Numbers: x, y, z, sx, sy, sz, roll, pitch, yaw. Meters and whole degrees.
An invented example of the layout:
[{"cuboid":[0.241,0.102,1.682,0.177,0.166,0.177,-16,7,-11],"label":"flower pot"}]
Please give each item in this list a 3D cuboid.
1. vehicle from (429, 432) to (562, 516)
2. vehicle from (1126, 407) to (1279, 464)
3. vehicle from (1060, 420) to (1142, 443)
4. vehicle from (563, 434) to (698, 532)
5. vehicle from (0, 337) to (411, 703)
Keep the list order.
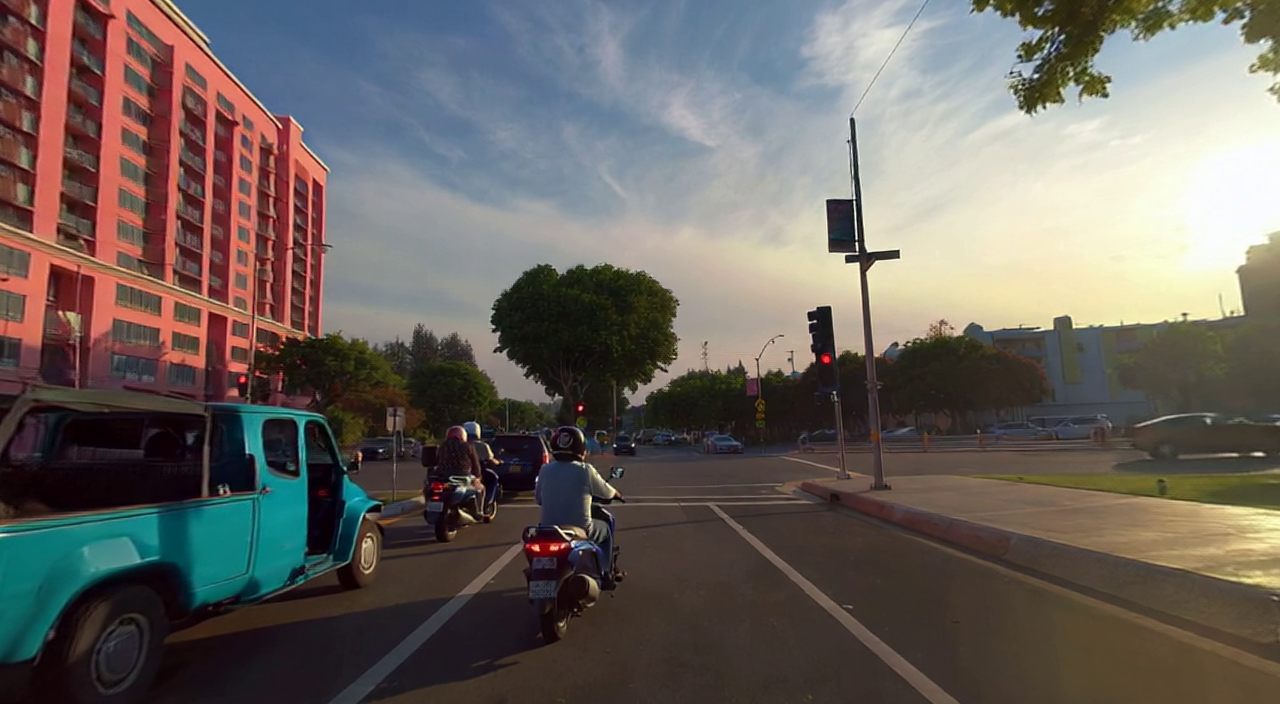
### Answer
[{"cuboid":[-3.096,2.706,14.441,1.935,1.615,4.073,-1,-9,2],"label":"vehicle"},{"cuboid":[20.782,2.982,22.302,2.016,1.840,5.226,7,-11,-41],"label":"vehicle"},{"cuboid":[30.795,5.333,42.157,1.751,1.420,4.027,8,-12,-43],"label":"vehicle"},{"cuboid":[-0.103,2.297,11.621,2.025,1.458,4.085,-1,-9,1],"label":"vehicle"},{"cuboid":[-3.586,1.156,4.542,2.000,1.809,4.855,0,-9,1],"label":"vehicle"}]
